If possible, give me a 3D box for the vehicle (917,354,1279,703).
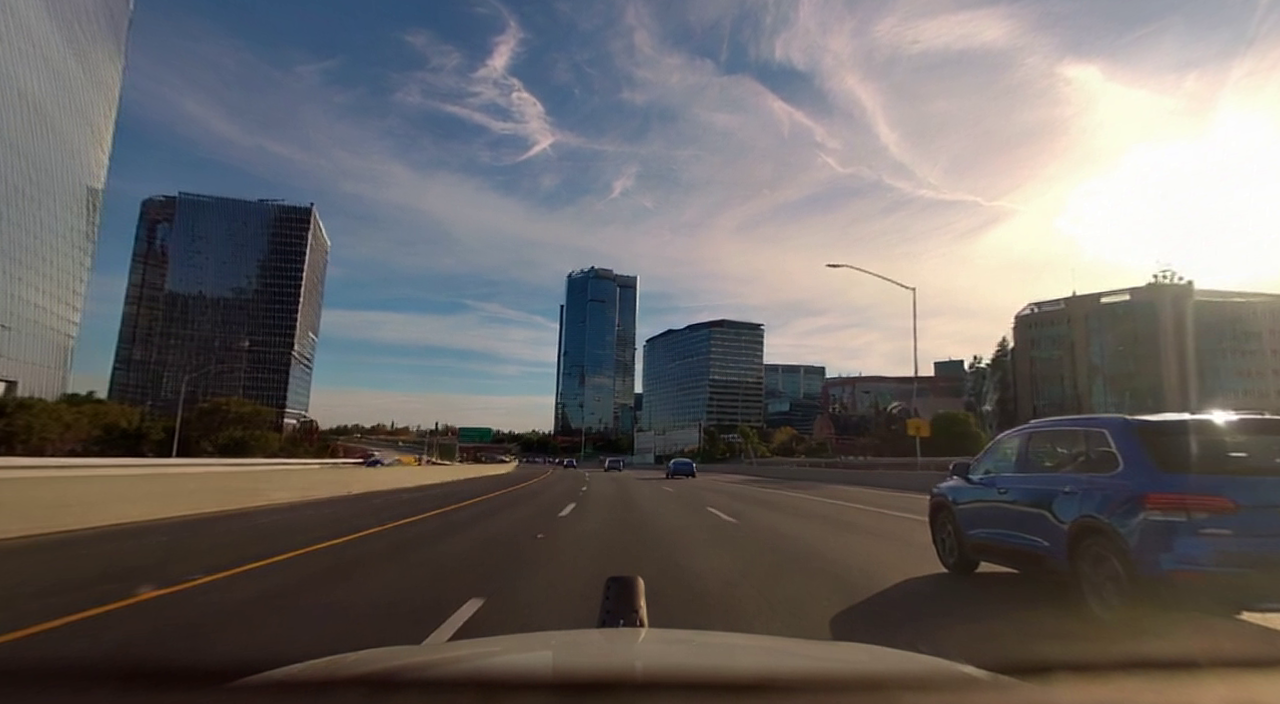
[{"bbox_3d":[4.149,1.166,4.594,2.182,1.826,4.392,0,-9,-1],"label":"vehicle"}]

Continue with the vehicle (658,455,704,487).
[{"bbox_3d":[2.455,7.353,39.305,2.110,1.780,4.682,1,-9,-5],"label":"vehicle"}]
